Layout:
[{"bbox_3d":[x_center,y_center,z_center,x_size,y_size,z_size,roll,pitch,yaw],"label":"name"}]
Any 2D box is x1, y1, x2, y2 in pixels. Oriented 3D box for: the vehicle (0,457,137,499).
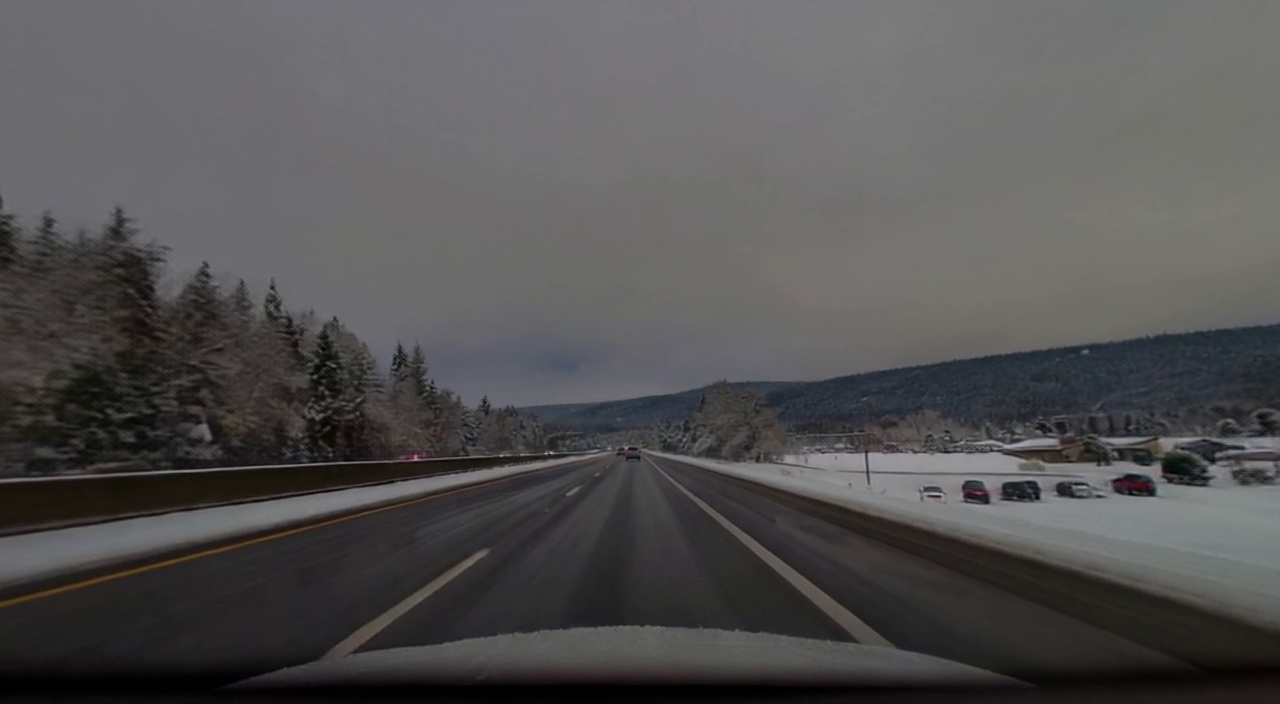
[{"bbox_3d":[-25.642,5.598,28.468,2.148,1.683,4.511,0,-9,0],"label":"vehicle"}]
